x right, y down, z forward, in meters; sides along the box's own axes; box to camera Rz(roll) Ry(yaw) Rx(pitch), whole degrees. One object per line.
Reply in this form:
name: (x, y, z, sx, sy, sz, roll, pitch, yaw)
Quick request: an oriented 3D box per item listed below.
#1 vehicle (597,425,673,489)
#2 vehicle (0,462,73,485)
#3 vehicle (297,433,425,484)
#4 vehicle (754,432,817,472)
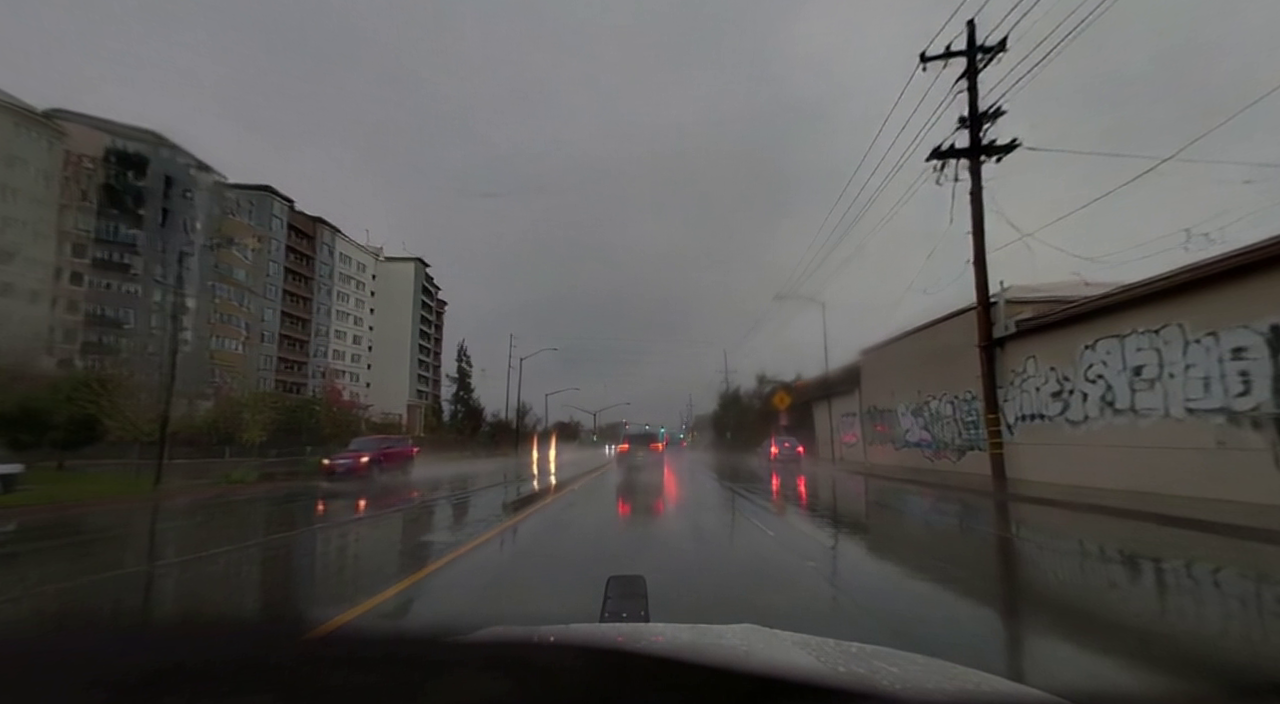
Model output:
vehicle: (-0.078, 3.335, 20.361, 2.160, 1.786, 4.702, 0, -8, 2)
vehicle: (-41.389, 8.187, 42.737, 1.882, 1.448, 4.160, -1, -9, 3)
vehicle: (-12.334, 4.753, 28.550, 2.544, 2.014, 5.821, -1, -8, 8)
vehicle: (6.906, 4.788, 30.414, 1.952, 1.749, 4.311, 0, -8, 0)
